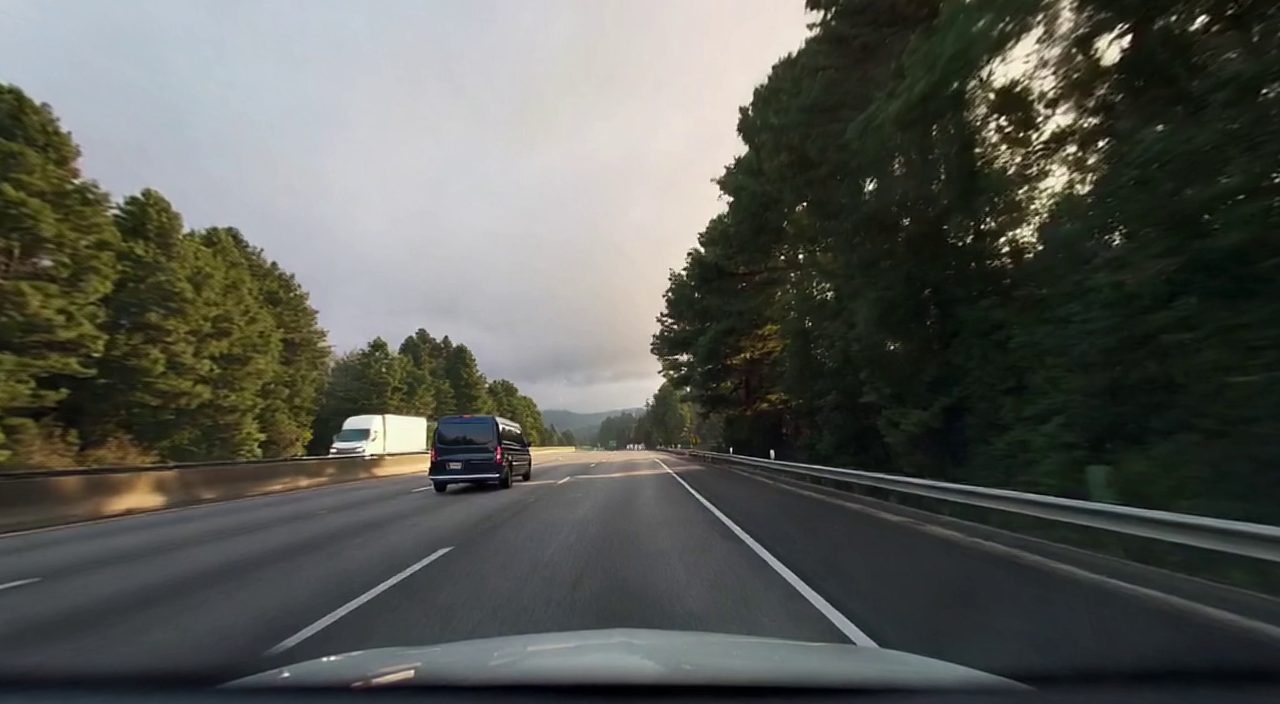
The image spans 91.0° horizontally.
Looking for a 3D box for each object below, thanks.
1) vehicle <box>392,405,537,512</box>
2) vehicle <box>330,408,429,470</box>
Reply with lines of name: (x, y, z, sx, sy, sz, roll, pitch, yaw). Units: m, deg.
vehicle: (-3.762, 2.377, 14.483, 1.976, 2.029, 4.737, -1, -8, 0)
vehicle: (-17.197, 5.882, 42.465, 2.920, 3.712, 8.832, -1, -8, 0)
